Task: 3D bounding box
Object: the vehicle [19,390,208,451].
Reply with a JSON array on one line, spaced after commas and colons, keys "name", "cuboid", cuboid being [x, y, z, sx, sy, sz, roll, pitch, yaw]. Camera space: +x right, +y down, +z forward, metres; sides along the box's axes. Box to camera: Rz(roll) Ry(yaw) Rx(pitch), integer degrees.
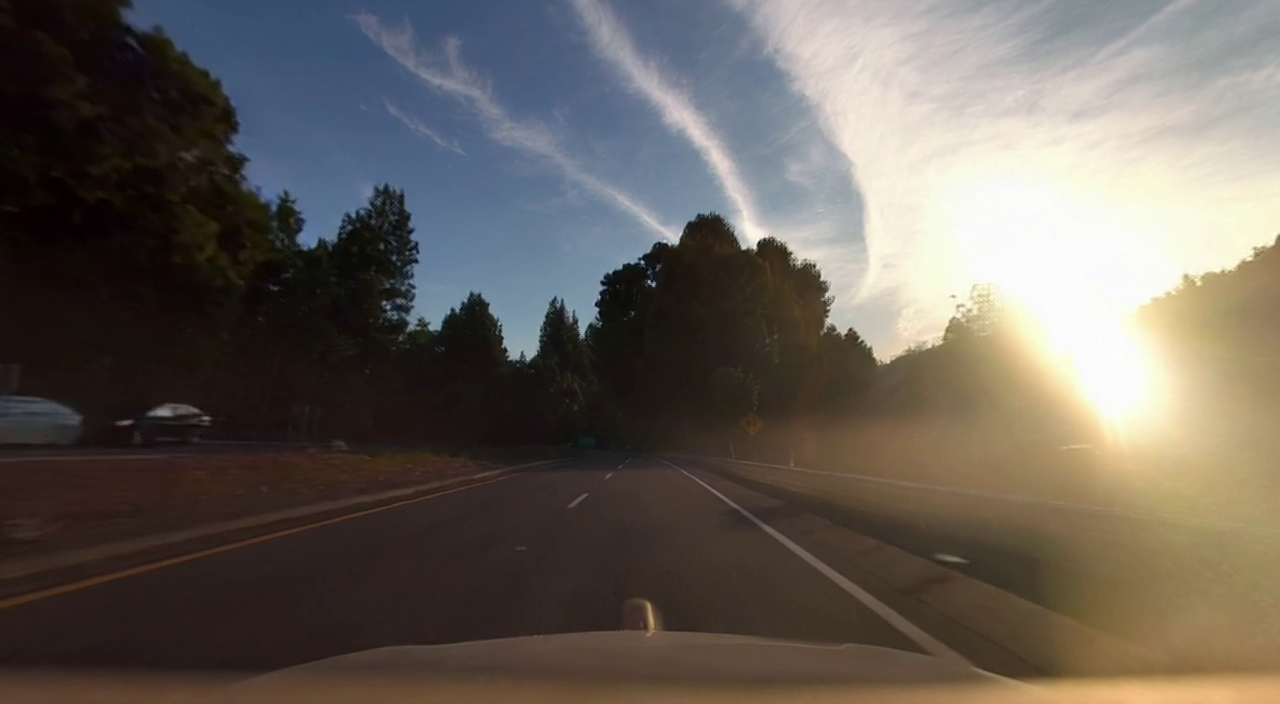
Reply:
[{"name": "vehicle", "cuboid": [-18.193, 2.517, 22.137, 2.306, 1.894, 4.871, 0, -9, 1]}]
